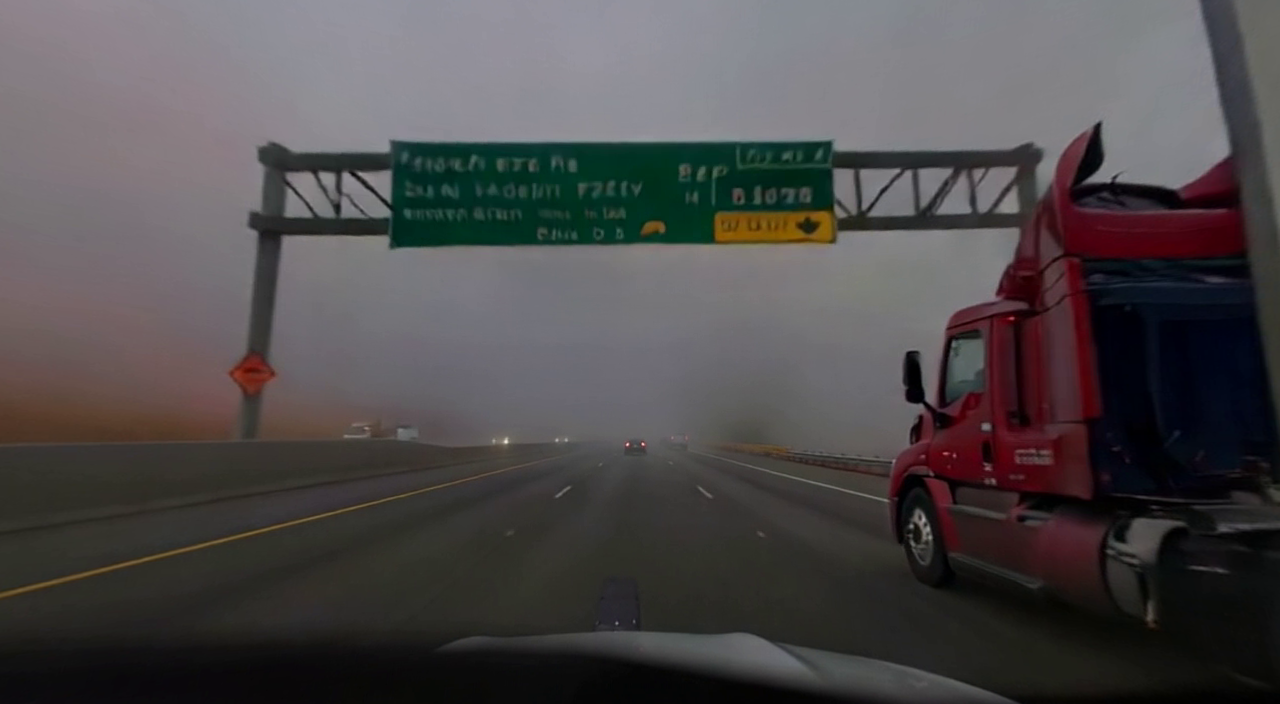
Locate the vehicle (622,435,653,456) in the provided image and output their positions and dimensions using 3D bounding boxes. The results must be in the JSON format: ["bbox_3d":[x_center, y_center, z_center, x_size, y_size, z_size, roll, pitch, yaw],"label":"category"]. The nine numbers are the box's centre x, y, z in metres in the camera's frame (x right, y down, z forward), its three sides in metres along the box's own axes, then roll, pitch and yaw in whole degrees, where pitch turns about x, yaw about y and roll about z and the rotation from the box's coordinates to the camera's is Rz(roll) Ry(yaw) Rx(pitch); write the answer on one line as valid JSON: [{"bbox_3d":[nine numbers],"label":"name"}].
[{"bbox_3d":[-0.178,6.964,46.867,2.140,1.475,3.969,0,-8,0],"label":"vehicle"}]

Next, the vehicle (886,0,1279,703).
[{"bbox_3d":[3.698,-0.181,2.003,3.222,3.915,6.030,0,-8,-1],"label":"vehicle"}]
